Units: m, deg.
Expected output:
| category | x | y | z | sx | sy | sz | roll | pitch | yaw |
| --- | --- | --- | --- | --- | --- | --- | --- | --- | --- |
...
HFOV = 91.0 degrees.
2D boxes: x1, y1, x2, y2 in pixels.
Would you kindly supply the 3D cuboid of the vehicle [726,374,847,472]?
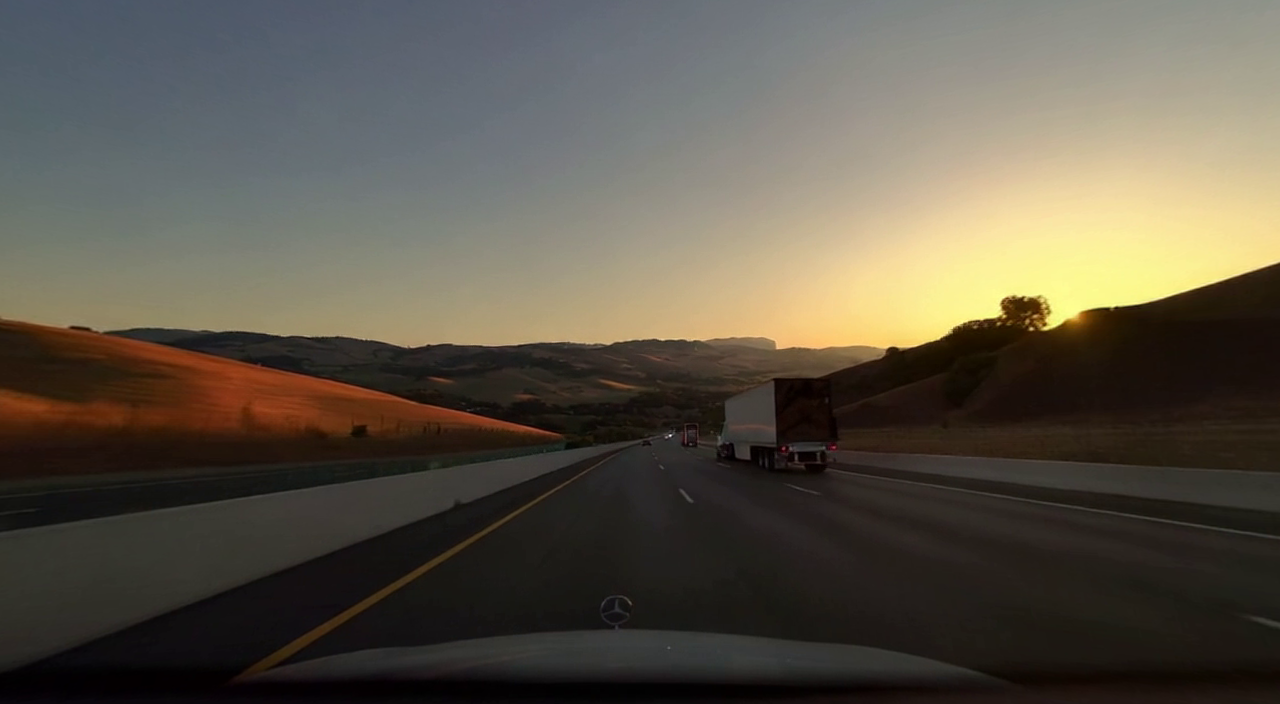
| category | x | y | z | sx | sy | sz | roll | pitch | yaw |
| --- | --- | --- | --- | --- | --- | --- | --- | --- | --- |
| vehicle | 7.066 | 3.948 | 33.316 | 2.885 | 4.075 | 13.981 | 0 | -8 | -1 |
